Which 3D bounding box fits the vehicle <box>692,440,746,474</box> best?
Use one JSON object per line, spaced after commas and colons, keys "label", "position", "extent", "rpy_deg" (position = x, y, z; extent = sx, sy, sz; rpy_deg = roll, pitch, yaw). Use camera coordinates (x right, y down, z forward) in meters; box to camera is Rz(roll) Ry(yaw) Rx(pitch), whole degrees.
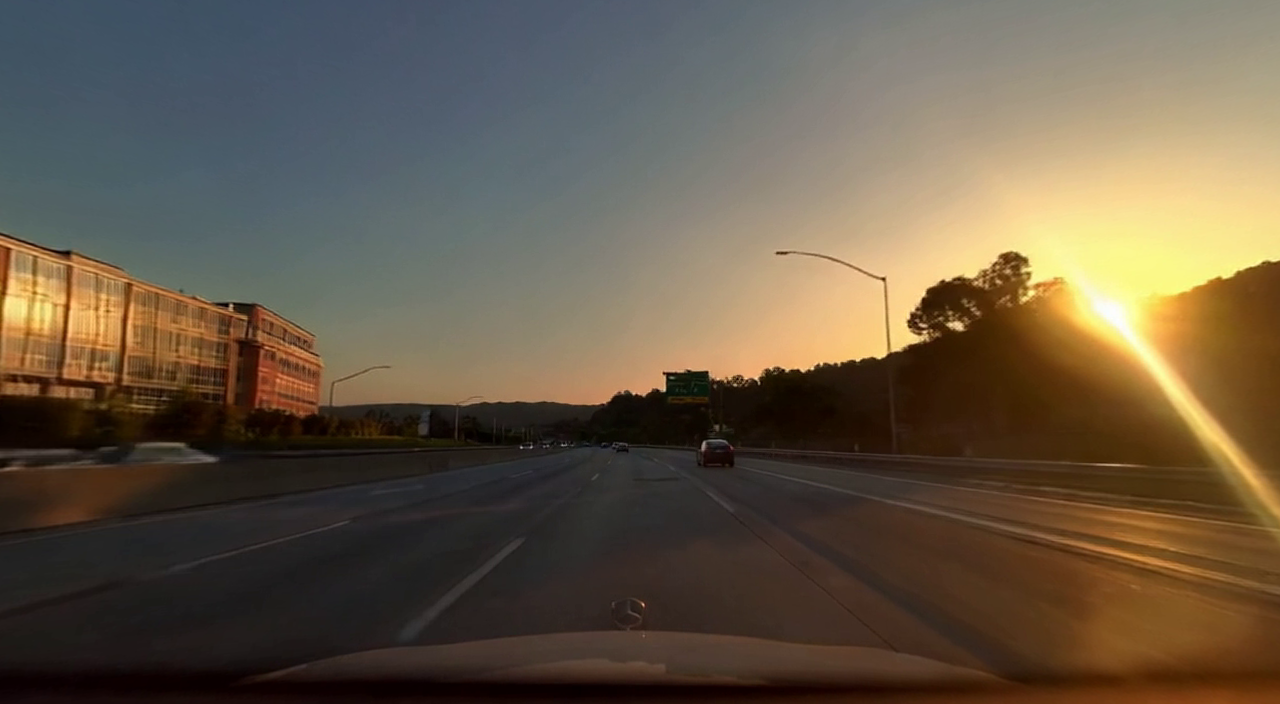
{"label": "vehicle", "position": [3.651, 4.925, 29.877], "extent": [1.926, 1.477, 4.025], "rpy_deg": [0, -8, -1]}

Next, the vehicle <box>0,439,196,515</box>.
{"label": "vehicle", "position": [-13.036, 2.812, 14.754], "extent": [1.940, 1.482, 4.653], "rpy_deg": [0, -8, 0]}
